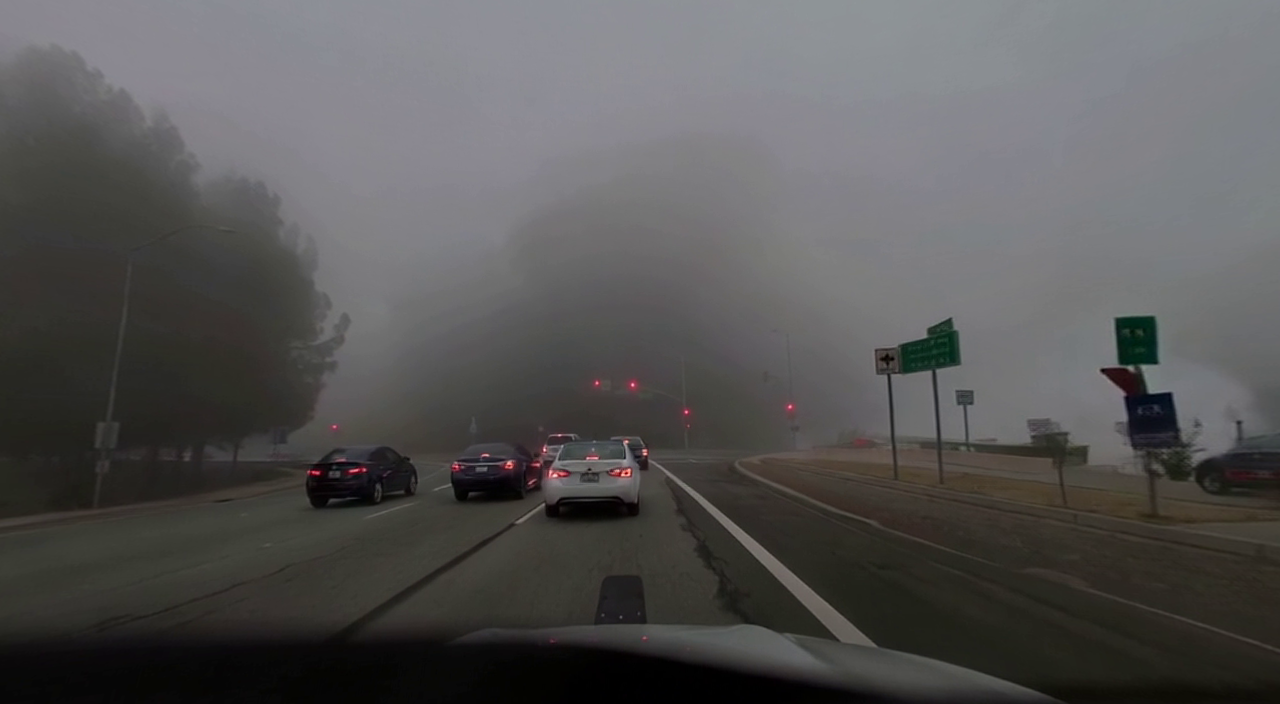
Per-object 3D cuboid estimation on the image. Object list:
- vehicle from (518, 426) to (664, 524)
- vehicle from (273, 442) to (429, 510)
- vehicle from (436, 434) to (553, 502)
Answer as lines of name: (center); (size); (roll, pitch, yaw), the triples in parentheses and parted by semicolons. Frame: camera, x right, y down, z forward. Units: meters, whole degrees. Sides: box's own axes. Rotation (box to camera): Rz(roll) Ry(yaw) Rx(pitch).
vehicle: (-0.771, 2.225, 11.973); (2.231, 1.481, 4.489); (0, -8, -1)
vehicle: (-7.051, 3.044, 16.021); (1.852, 1.458, 4.422); (0, -8, 0)
vehicle: (-3.562, 2.928, 16.393); (1.920, 1.480, 4.549); (0, -8, 1)
